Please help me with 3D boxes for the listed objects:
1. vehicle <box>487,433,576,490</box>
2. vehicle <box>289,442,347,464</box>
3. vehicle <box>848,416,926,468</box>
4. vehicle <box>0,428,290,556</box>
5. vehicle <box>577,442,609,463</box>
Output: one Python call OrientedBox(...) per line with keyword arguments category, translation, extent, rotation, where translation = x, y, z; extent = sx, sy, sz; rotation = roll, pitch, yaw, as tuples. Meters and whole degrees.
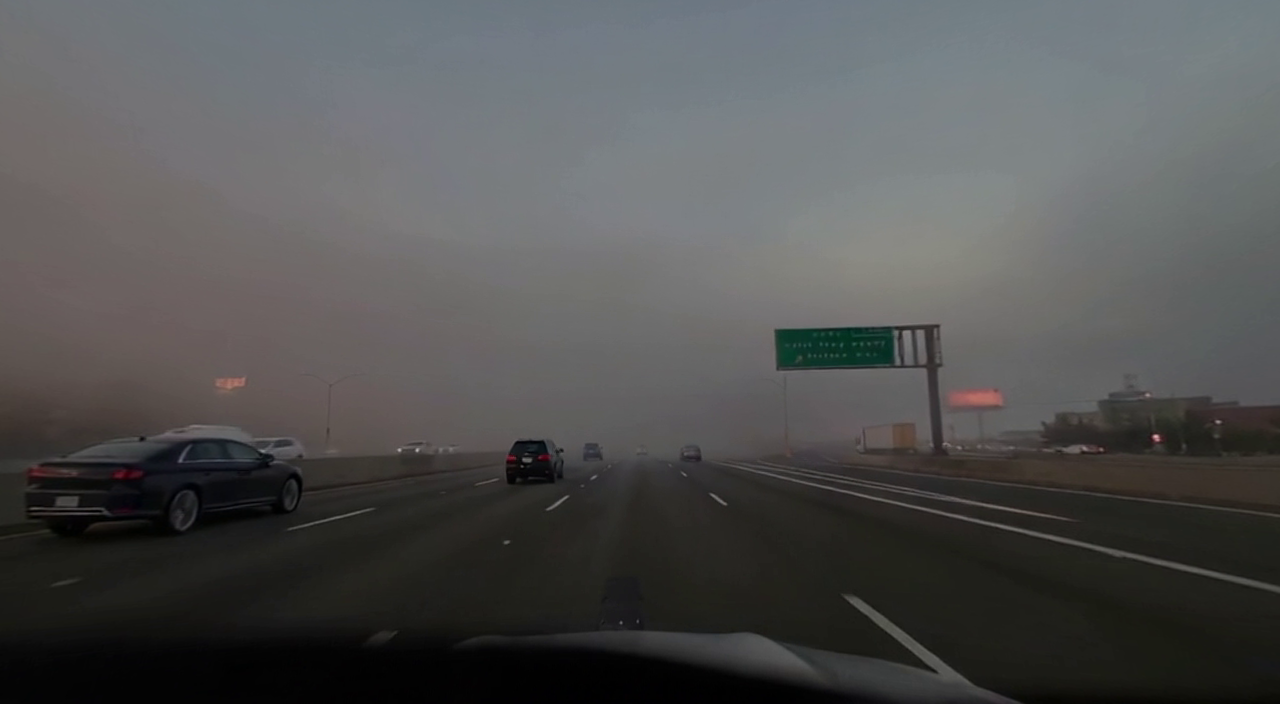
OrientedBox(category="vehicle", translation=(-3.285, 3.414, 19.905), extent=(2.001, 1.577, 4.055), rotation=(0, -8, 1))
OrientedBox(category="vehicle", translation=(-23.356, 7.341, 45.808), extent=(1.878, 1.527, 4.355), rotation=(0, -8, 0))
OrientedBox(category="vehicle", translation=(18.564, 6.879, 48.003), extent=(2.958, 3.538, 8.761), rotation=(0, -8, 4))
OrientedBox(category="vehicle", translation=(-7.286, 1.972, 9.510), extent=(1.865, 1.518, 3.620), rotation=(0, -8, 0))
OrientedBox(category="vehicle", translation=(-3.356, 7.308, 45.914), extent=(1.960, 1.494, 4.123), rotation=(0, -8, 1))
